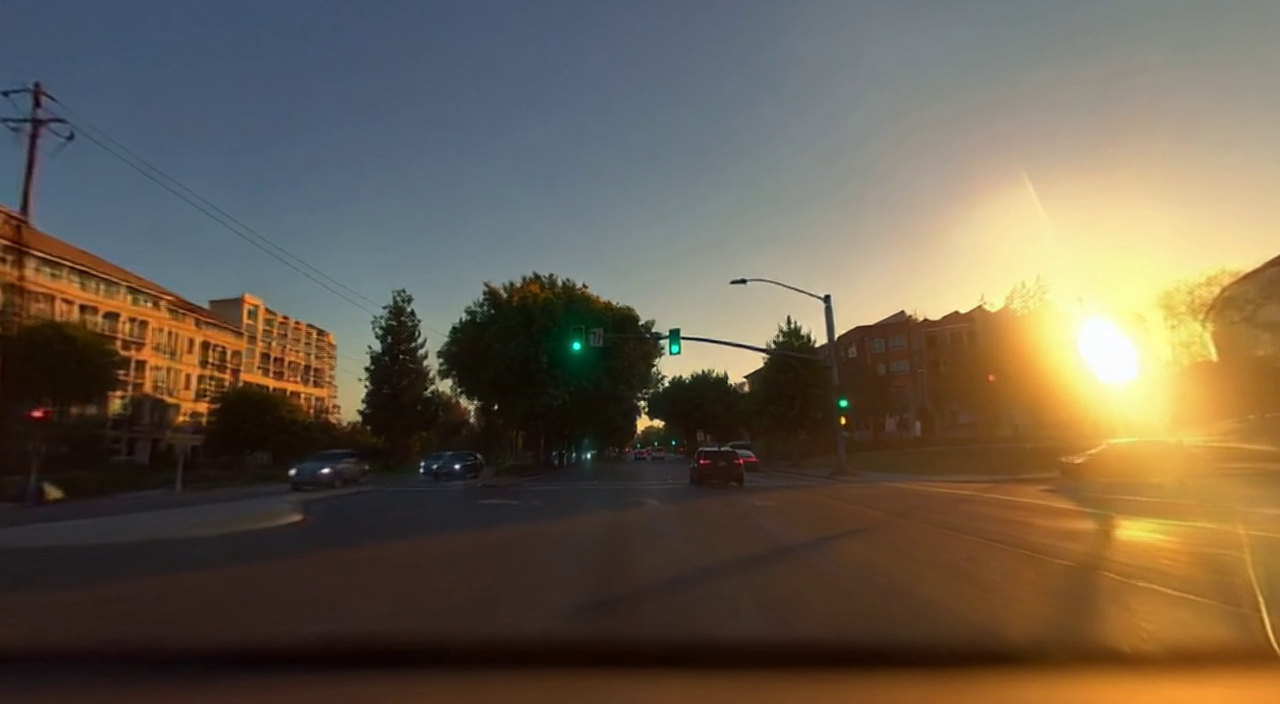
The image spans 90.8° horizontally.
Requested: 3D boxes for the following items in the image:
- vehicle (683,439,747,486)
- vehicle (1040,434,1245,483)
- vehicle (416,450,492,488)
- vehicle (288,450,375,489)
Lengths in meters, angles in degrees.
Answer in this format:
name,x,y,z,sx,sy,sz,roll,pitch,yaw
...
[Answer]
name,x,y,z,sx,sy,sz,roll,pitch,yaw
vehicle,3.074,4.661,26.872,2.069,1.761,4.610,0,-9,-1
vehicle,16.468,3.526,20.983,4.839,1.490,2.134,-1,-9,5
vehicle,-7.996,5.051,27.579,1.963,1.472,4.584,-1,-9,-1
vehicle,-15.440,5.867,31.911,2.021,1.786,4.624,-1,-9,0
